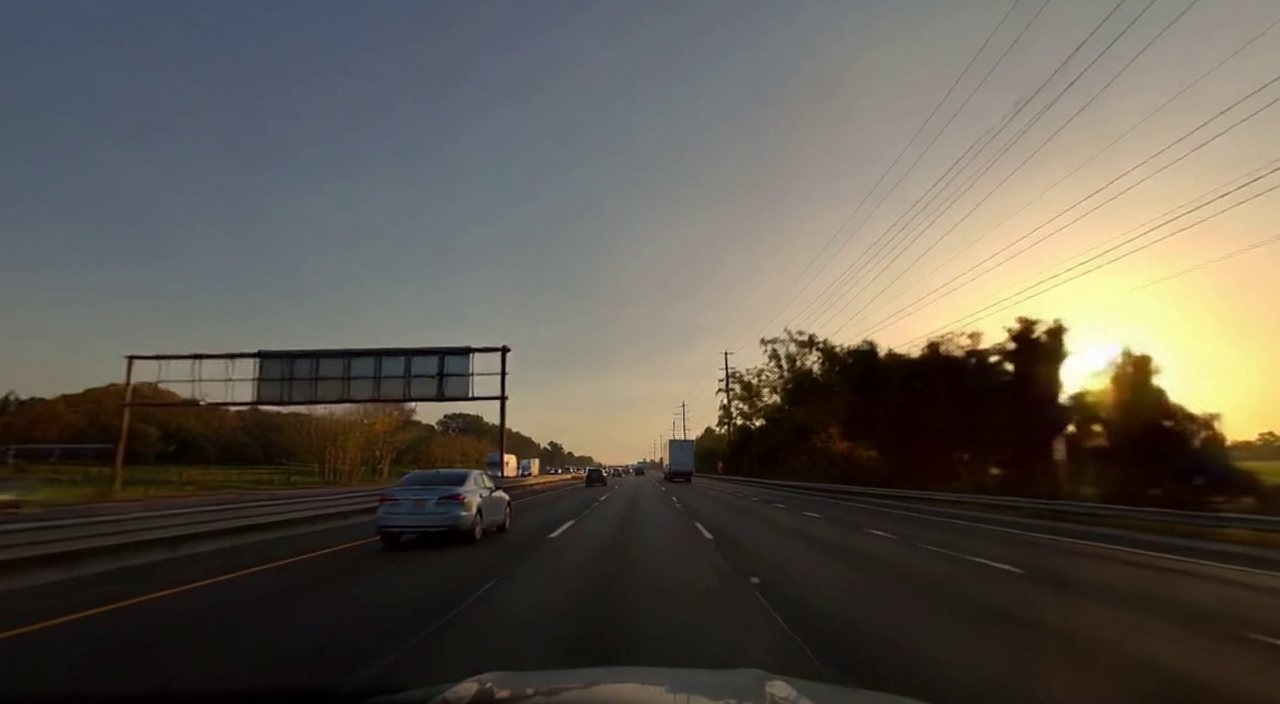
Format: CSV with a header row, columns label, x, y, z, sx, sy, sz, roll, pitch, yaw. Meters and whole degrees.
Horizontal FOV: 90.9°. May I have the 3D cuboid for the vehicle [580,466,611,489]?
label,x,y,z,sx,sy,sz,roll,pitch,yaw
vehicle,-3.246,9.213,46.442,1.942,1.597,3.943,1,-11,0

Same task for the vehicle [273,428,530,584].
label,x,y,z,sx,sy,sz,roll,pitch,yaw
vehicle,-3.107,2.169,9.450,2.065,1.722,4.441,1,-11,0
